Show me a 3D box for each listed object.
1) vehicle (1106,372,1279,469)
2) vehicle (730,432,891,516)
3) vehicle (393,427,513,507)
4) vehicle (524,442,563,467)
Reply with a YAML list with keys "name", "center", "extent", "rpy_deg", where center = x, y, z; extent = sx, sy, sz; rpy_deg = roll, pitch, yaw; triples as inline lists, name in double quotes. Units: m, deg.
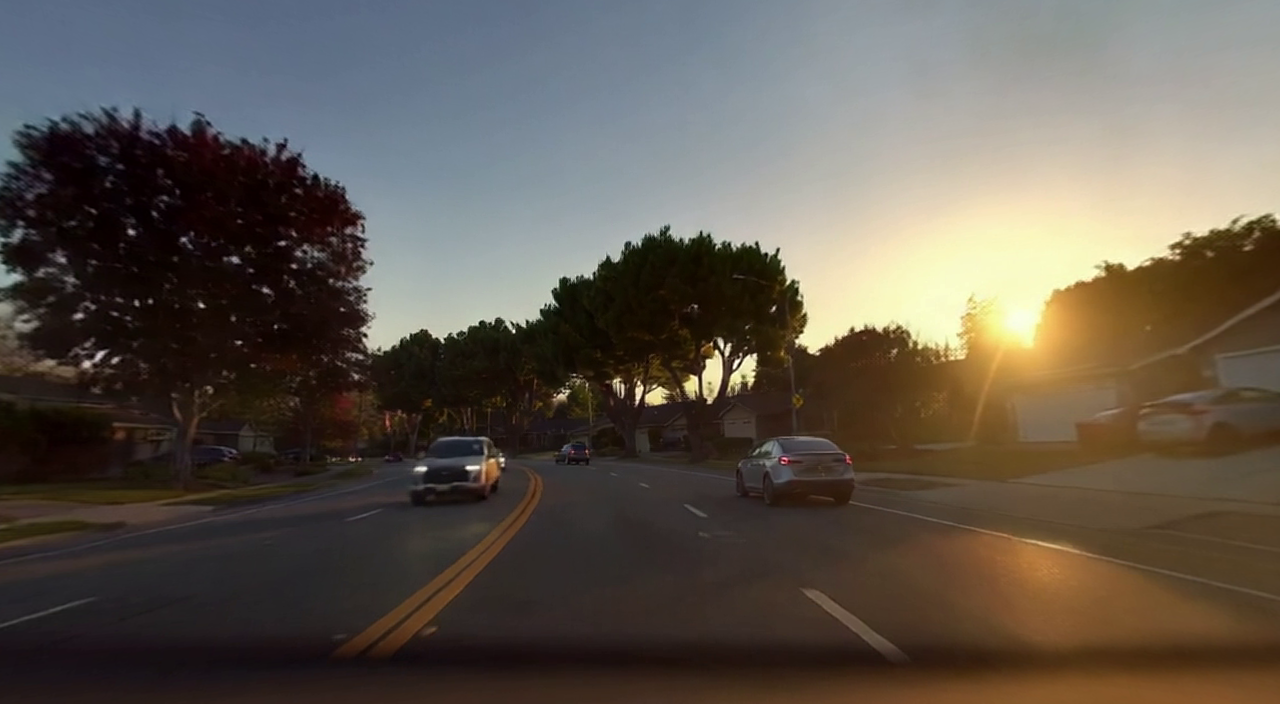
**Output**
- name: "vehicle"
  center: [14.910, 1.643, 15.895]
  extent: [4.455, 1.795, 2.331]
  rpy_deg: [-7, -6, -7]
- name: "vehicle"
  center: [3.434, 2.544, 13.690]
  extent: [1.934, 1.506, 4.282]
  rpy_deg: [1, -8, -5]
- name: "vehicle"
  center: [-4.890, 3.061, 17.300]
  extent: [2.316, 1.845, 4.805]
  rpy_deg: [1, -8, -7]
- name: "vehicle"
  center: [-6.994, 7.317, 45.333]
  extent: [2.106, 1.667, 4.367]
  rpy_deg: [2, -9, -17]
